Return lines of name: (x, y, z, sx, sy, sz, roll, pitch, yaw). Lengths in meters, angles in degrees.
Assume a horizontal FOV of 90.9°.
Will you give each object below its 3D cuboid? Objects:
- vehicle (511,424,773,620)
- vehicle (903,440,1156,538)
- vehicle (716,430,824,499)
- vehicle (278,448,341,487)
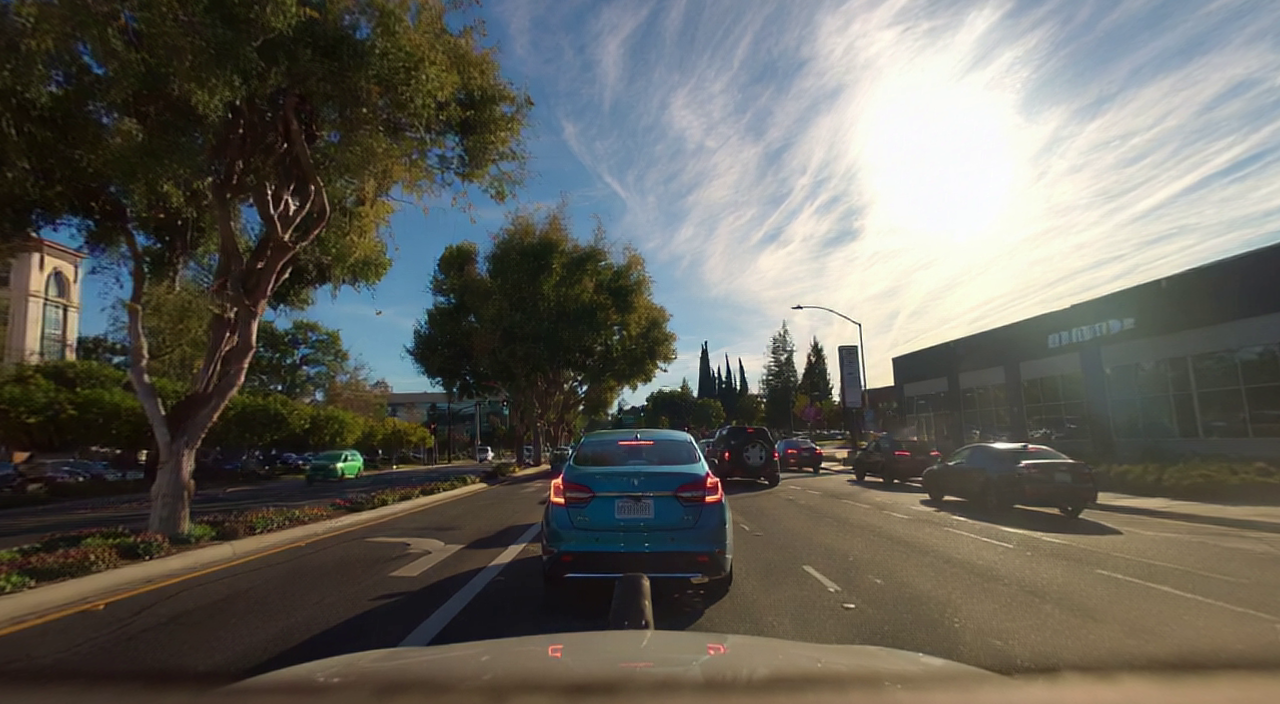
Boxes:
vehicle: (-0.017, 1.609, 7.021, 1.977, 1.465, 4.376, 0, -8, -1)
vehicle: (6.836, 2.402, 11.795, 1.911, 1.468, 4.417, 0, -8, 0)
vehicle: (3.608, 3.207, 18.457, 2.114, 1.736, 4.553, 0, -8, -1)
vehicle: (-16.741, 5.743, 31.789, 2.163, 1.743, 4.428, 6, -10, -34)
